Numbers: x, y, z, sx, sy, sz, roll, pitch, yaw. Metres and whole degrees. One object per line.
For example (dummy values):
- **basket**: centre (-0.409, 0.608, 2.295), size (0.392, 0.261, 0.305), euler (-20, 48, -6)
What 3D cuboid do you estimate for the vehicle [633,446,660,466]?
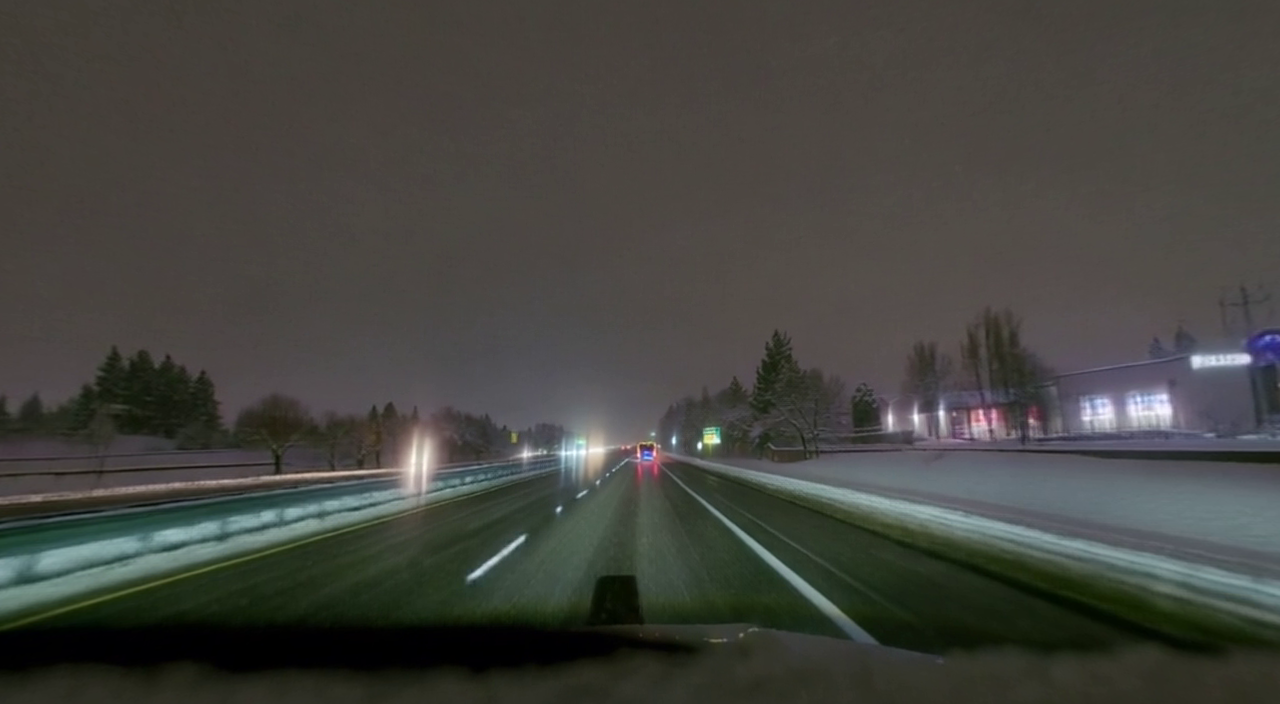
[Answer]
- **vehicle**: centre (0.465, 8.054, 48.712), size (2.014, 1.507, 3.960), euler (0, -9, 0)
